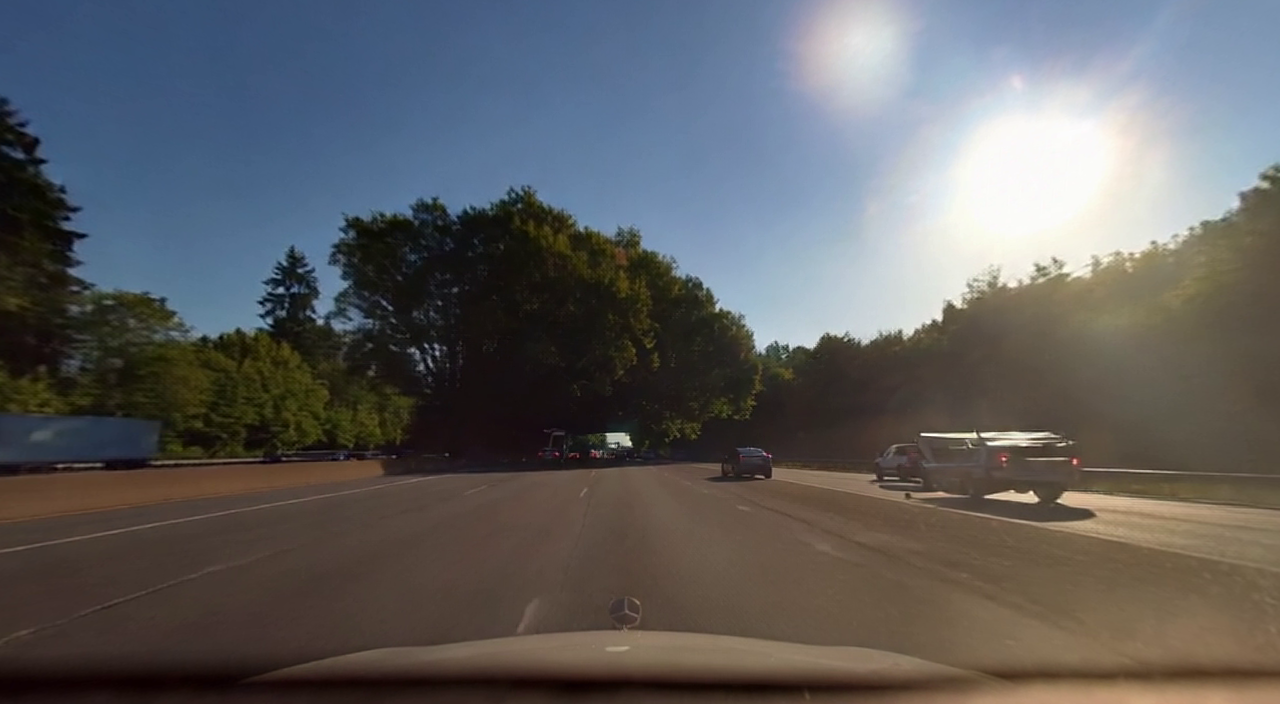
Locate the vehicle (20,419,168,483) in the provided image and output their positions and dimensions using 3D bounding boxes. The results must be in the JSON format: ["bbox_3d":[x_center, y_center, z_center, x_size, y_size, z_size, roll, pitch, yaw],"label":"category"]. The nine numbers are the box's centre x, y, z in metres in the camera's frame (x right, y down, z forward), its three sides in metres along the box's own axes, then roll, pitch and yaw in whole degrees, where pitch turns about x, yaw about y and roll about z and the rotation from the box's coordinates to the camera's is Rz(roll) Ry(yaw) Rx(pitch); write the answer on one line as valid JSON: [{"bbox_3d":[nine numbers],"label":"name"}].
[{"bbox_3d":[-37.196,6.830,43.552,3.241,3.916,8.352,1,-9,-6],"label":"vehicle"}]

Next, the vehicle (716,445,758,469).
[{"bbox_3d":[6.684,7.299,43.902,1.989,1.591,4.348,0,-9,-4],"label":"vehicle"}]

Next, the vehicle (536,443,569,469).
[{"bbox_3d":[-6.593,7.897,47.850,2.167,1.847,4.097,0,-9,-4],"label":"vehicle"}]
